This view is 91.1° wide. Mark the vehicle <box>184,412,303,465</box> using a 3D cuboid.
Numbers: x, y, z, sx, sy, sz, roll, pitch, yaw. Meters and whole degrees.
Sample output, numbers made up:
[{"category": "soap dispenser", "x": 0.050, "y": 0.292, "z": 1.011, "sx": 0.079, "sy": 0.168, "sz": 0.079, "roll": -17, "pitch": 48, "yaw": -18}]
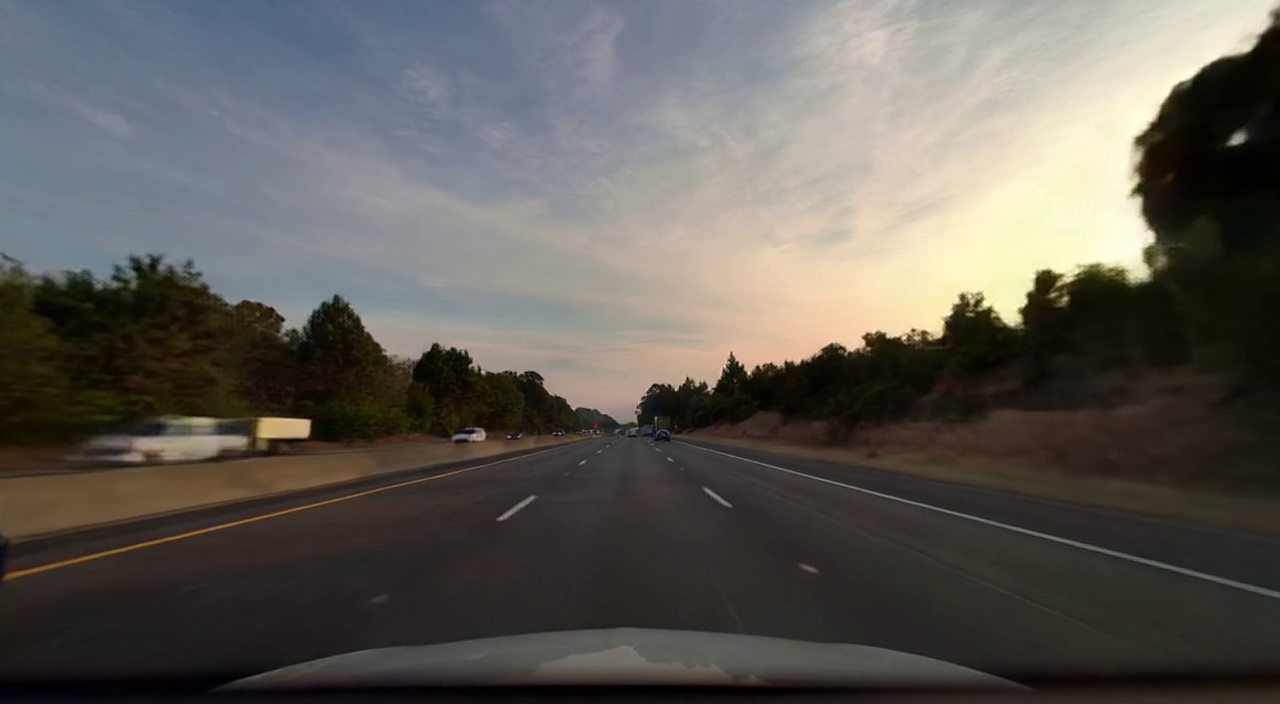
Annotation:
[{"category": "vehicle", "x": -21.781, "y": 4.809, "z": 35.021, "sx": 2.214, "sy": 2.624, "sz": 6.869, "roll": 0, "pitch": -8, "yaw": -1}]

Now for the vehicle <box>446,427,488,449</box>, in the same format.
[{"category": "vehicle", "x": -13.222, "y": 6.607, "z": 48.255, "sx": 1.968, "sy": 1.561, "sz": 4.517, "roll": 0, "pitch": -8, "yaw": 0}]

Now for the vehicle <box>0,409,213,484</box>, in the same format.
[{"category": "vehicle", "x": -14.265, "y": 2.505, "z": 17.022, "sx": 2.091, "sy": 1.734, "sz": 4.809, "roll": 0, "pitch": -8, "yaw": -2}]
